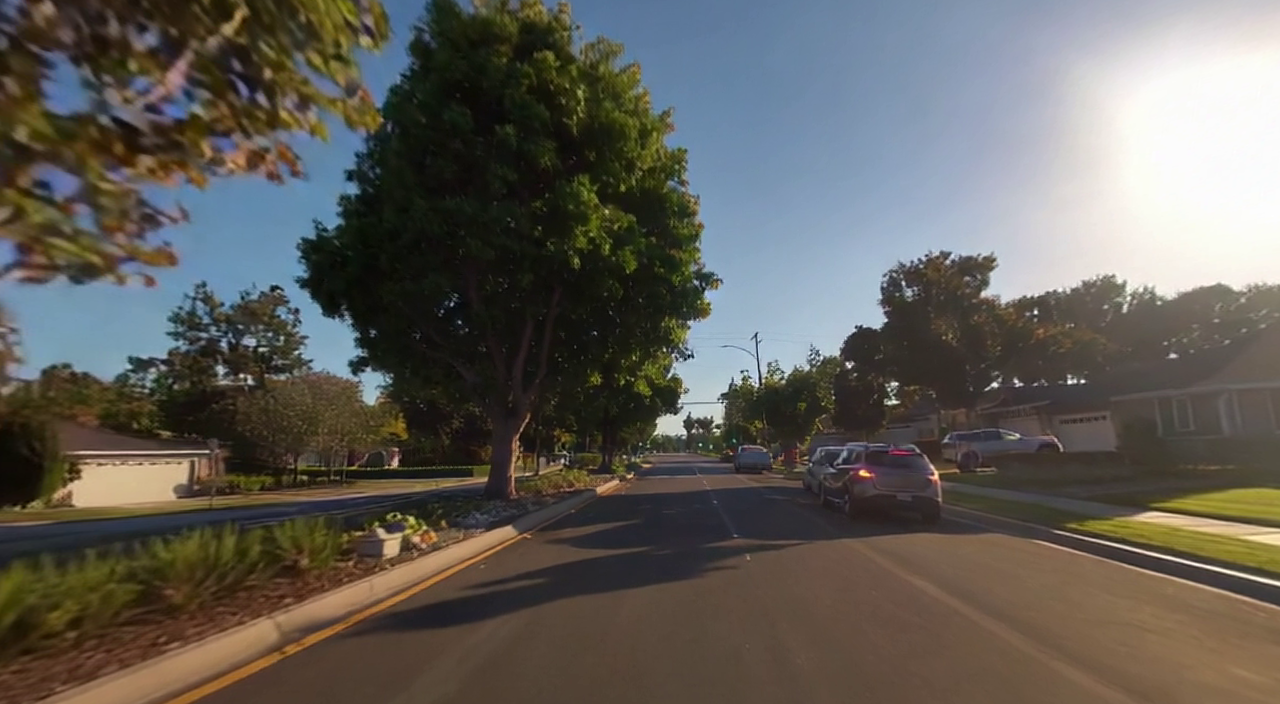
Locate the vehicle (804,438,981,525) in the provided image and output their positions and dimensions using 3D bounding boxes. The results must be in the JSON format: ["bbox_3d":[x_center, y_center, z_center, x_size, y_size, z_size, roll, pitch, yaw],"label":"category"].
[{"bbox_3d":[5.076,2.630,13.495,1.979,1.524,4.578,0,-8,1],"label":"vehicle"}]

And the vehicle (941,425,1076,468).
[{"bbox_3d":[13.602,3.533,23.482,3.827,1.512,1.855,-1,-8,5],"label":"vehicle"}]
